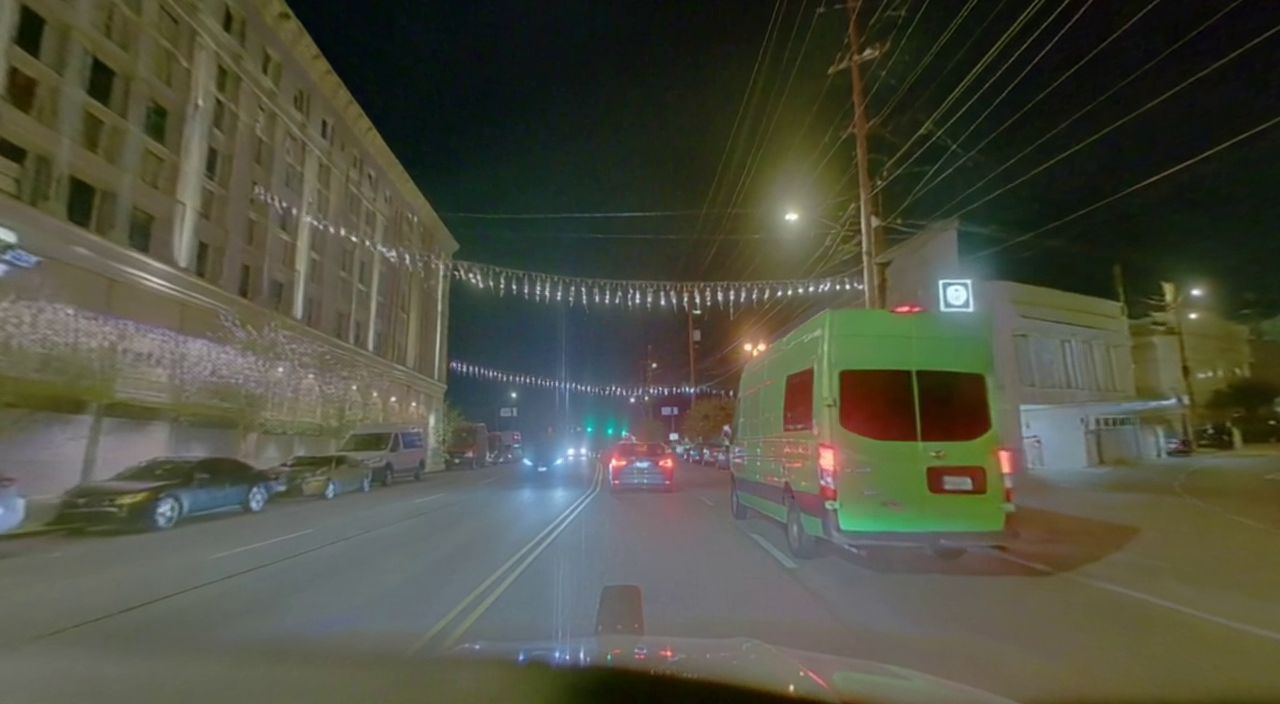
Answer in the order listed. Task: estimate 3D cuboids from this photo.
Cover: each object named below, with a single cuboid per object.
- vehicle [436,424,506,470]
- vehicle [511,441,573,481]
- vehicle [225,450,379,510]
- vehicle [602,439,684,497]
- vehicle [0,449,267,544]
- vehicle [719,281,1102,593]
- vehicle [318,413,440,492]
[{"bbox_3d":[-10.212,5.835,38.925,2.964,2.597,6.437,1,-8,-5],"label":"vehicle"},{"bbox_3d":[-3.912,4.425,25.914,1.974,1.484,4.400,0,-8,-2],"label":"vehicle"},{"bbox_3d":[-9.686,3.662,18.669,2.063,1.481,4.722,0,-8,-2],"label":"vehicle"},{"bbox_3d":[0.058,3.303,18.471,2.112,1.464,4.411,0,-8,0],"label":"vehicle"},{"bbox_3d":[-9.760,2.727,12.656,1.848,1.517,4.452,0,-8,0],"label":"vehicle"},{"bbox_3d":[2.953,1.267,9.436,2.419,2.927,6.907,0,-8,-2],"label":"vehicle"},{"bbox_3d":[-9.965,3.897,24.831,2.398,2.723,5.816,0,-8,-2],"label":"vehicle"}]
